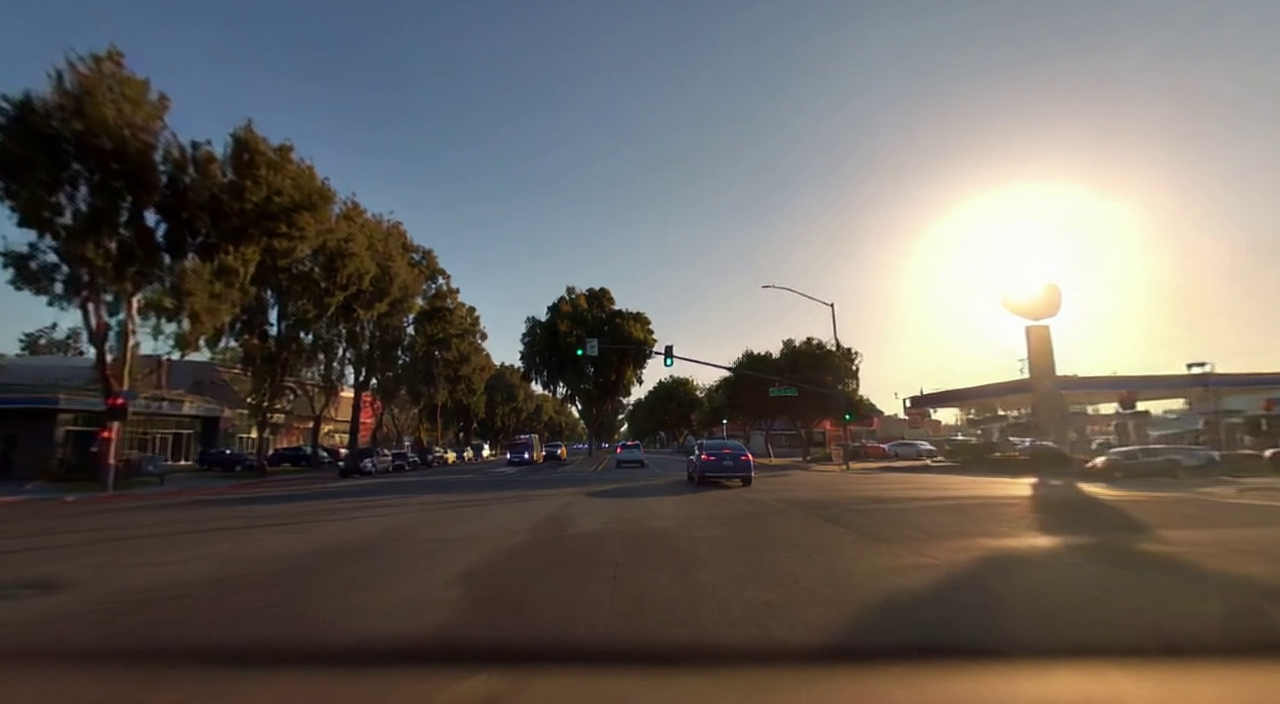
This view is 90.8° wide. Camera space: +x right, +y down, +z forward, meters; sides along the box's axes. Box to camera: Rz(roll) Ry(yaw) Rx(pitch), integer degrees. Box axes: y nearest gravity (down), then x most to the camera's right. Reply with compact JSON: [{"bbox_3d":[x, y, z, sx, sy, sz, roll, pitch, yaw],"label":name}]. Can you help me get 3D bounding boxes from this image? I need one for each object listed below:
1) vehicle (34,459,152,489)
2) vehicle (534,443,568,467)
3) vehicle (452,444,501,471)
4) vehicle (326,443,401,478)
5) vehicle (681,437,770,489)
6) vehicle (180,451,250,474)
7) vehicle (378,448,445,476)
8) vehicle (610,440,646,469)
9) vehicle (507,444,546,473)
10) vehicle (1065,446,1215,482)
[{"bbox_3d":[-28.607,6.375,33.138,4.428,1.416,1.759,0,-8,-2],"label":"vehicle"},{"bbox_3d":[-6.213,7.206,44.566,1.953,1.526,4.349,0,-8,-3],"label":"vehicle"},{"bbox_3d":[-10.035,6.502,39.196,2.165,1.557,4.515,1,-9,-5],"label":"vehicle"},{"bbox_3d":[-16.629,6.537,38.338,2.191,1.926,5.787,0,-9,-3],"label":"vehicle"},{"bbox_3d":[2.617,3.536,20.465,2.061,1.487,4.462,0,-9,-3],"label":"vehicle"},{"bbox_3d":[-29.583,7.689,44.000,3.640,1.462,1.660,-1,-8,1],"label":"vehicle"},{"bbox_3d":[-13.378,6.460,37.407,2.186,1.532,5.087,0,-8,-2],"label":"vehicle"},{"bbox_3d":[-0.749,6.003,37.261,2.029,1.605,3.827,0,-8,-3],"label":"vehicle"},{"bbox_3d":[-6.340,5.923,35.540,1.972,1.466,4.493,2,-8,-9],"label":"vehicle"},{"bbox_3d":[21.217,4.754,26.969,4.637,1.443,2.050,-1,-8,1],"label":"vehicle"}]
